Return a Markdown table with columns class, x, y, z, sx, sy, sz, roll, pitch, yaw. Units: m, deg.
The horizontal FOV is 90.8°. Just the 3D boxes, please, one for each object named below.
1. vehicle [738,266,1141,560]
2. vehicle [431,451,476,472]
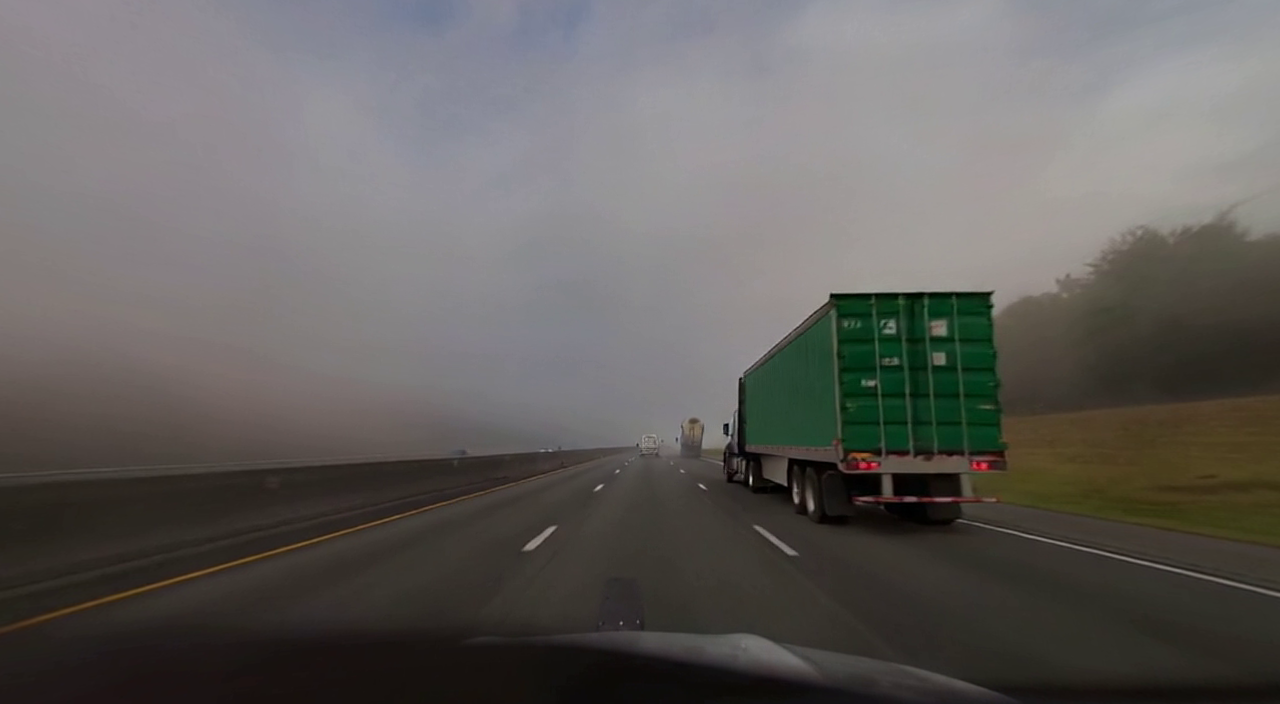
| class | x | y | z | sx | sy | sz | roll | pitch | yaw |
| --- | --- | --- | --- | --- | --- | --- | --- | --- | --- |
| vehicle | 4.071 | 1.316 | 11.704 | 2.960 | 3.381 | 8.914 | 0 | -9 | -1 |
| vehicle | -14.197 | 8.389 | 48.348 | 1.893 | 1.480 | 4.794 | 0 | -9 | 1 |
